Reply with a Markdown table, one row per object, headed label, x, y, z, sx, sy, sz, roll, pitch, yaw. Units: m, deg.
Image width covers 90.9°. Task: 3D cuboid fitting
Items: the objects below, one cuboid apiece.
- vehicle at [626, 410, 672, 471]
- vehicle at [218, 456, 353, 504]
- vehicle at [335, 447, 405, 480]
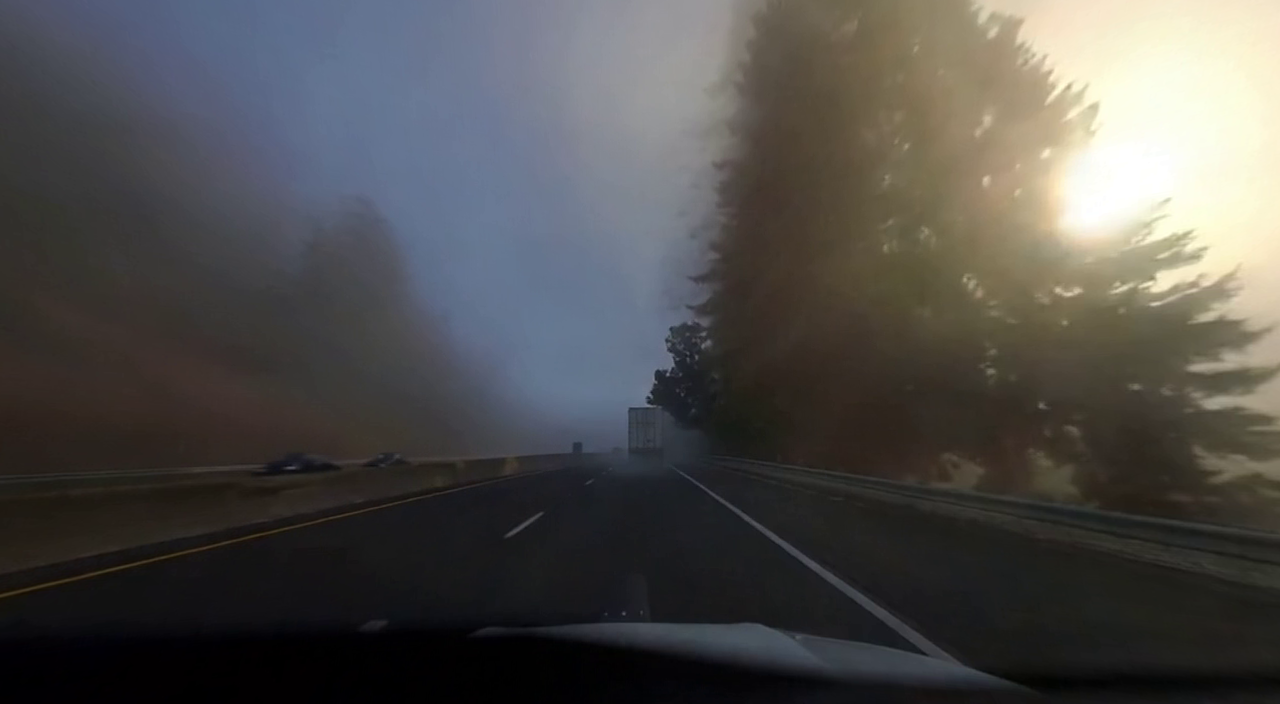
| label | x | y | z | sx | sy | sz | roll | pitch | yaw |
| --- | --- | --- | --- | --- | --- | --- | --- | --- | --- |
| vehicle | 0.659 | 6.659 | 46.843 | 3.024 | 3.965 | 10.399 | 0 | -9 | 1 |
| vehicle | -12.049 | 4.346 | 21.826 | 2.078 | 1.410 | 4.399 | 0 | -9 | 0 |
| vehicle | -16.516 | 6.848 | 38.880 | 2.068 | 1.900 | 4.792 | 0 | -9 | 1 |
